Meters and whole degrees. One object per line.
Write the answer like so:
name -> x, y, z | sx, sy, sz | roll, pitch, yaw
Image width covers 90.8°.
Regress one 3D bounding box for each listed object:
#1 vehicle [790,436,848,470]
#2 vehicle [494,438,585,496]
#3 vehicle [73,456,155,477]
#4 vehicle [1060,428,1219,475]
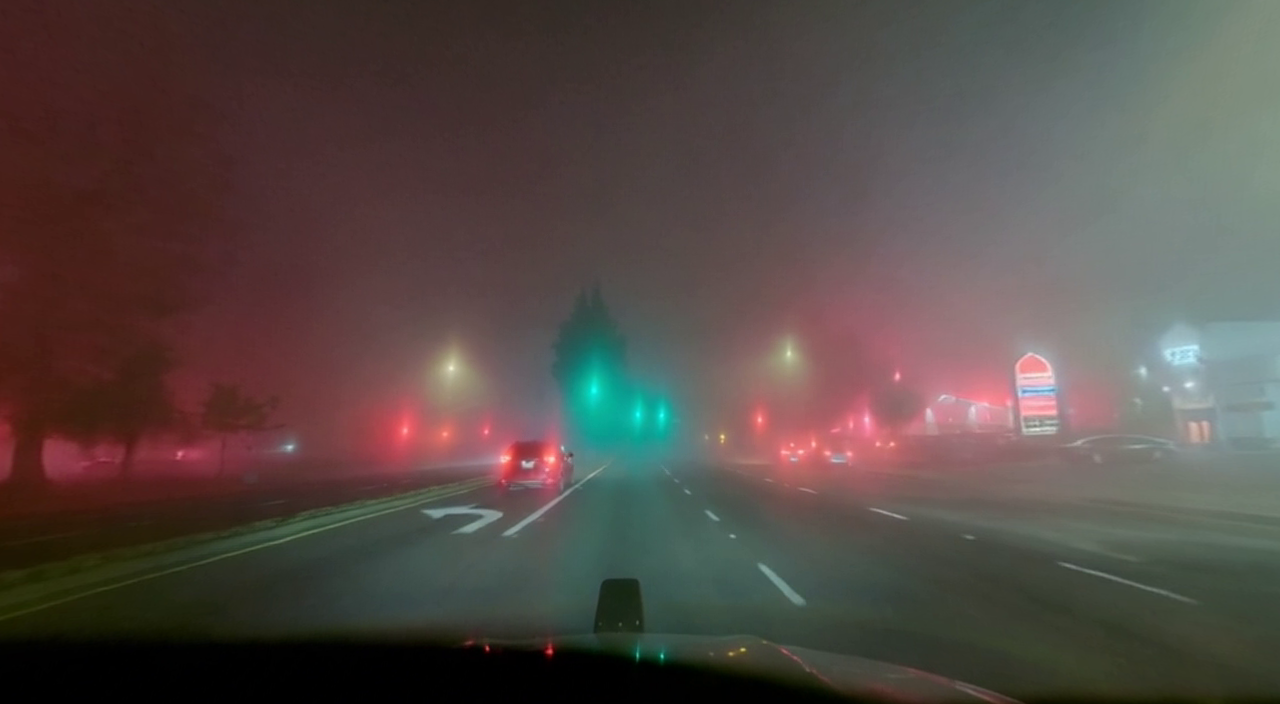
vehicle -> 10.298, 5.830, 36.724 | 1.998, 1.862, 4.658 | 0, -8, 0
vehicle -> -2.781, 3.273, 18.364 | 2.185, 1.473, 3.925 | 0, -8, -3
vehicle -> -41.320, 8.947, 49.704 | 1.902, 1.475, 4.635 | -8, -11, 43
vehicle -> 19.941, 3.982, 25.476 | 4.729, 1.706, 1.922 | -6, -10, 37
